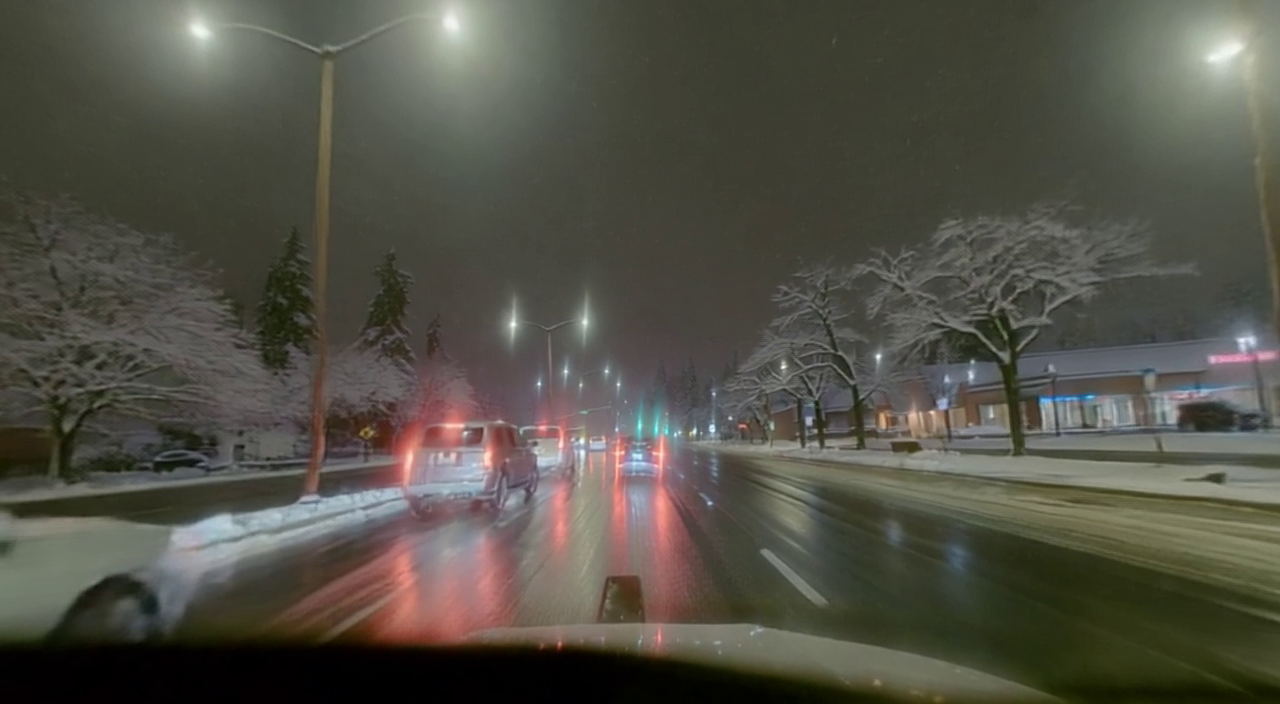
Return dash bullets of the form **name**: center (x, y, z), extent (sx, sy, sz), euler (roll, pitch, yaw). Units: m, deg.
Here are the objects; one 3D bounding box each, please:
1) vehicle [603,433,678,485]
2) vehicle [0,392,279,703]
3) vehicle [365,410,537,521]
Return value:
- **vehicle**: center (-0.013, 3.329, 19.916), extent (2.126, 1.475, 3.967), euler (0, -8, -1)
- **vehicle**: center (-3.455, 0.830, 1.852), extent (2.139, 1.487, 4.453), euler (0, -8, 0)
- **vehicle**: center (-3.363, 2.130, 12.248), extent (2.046, 1.751, 4.208), euler (0, -8, -1)
